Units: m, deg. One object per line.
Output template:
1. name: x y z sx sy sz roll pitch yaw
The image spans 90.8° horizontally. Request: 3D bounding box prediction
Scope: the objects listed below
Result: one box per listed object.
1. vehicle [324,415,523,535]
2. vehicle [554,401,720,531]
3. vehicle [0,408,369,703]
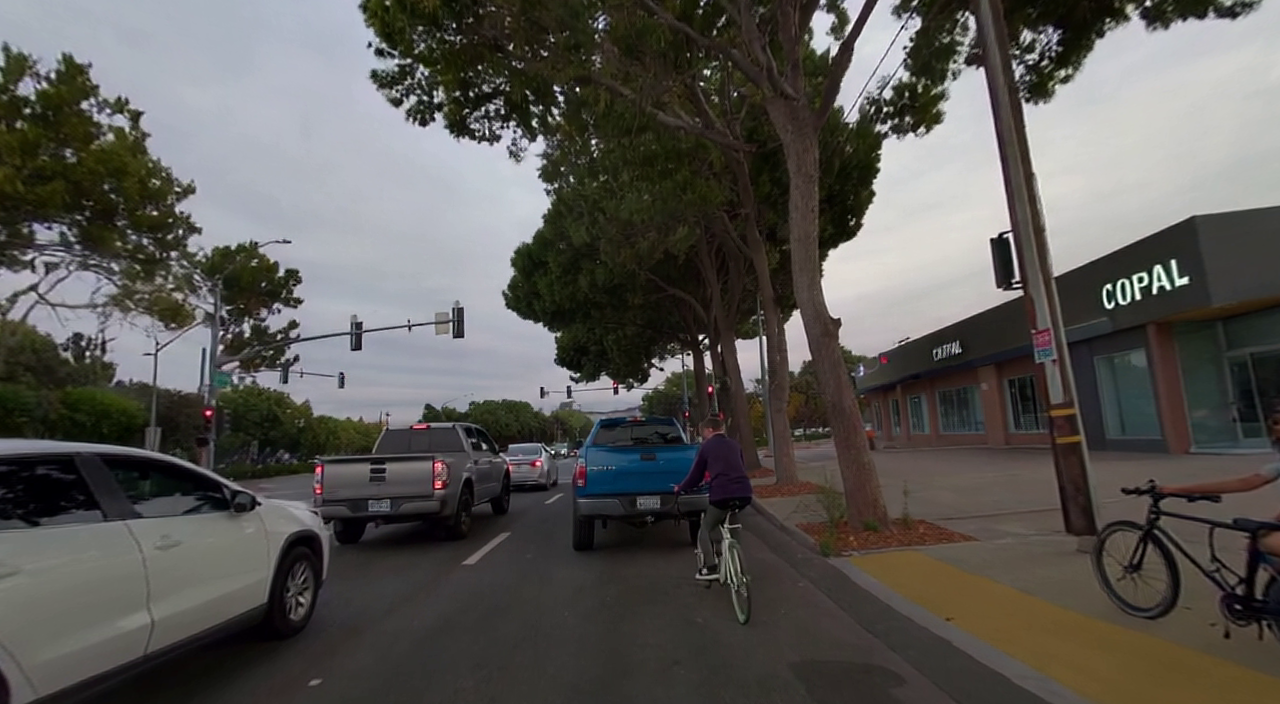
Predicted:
1. vehicle: -3.616 2.164 11.632 2.046 1.750 4.452 0 -9 0
2. vehicle: -0.099 2.051 11.844 2.426 1.882 5.027 0 -9 -1
3. vehicle: -3.562 1.154 3.685 2.064 1.486 4.140 0 -9 1
